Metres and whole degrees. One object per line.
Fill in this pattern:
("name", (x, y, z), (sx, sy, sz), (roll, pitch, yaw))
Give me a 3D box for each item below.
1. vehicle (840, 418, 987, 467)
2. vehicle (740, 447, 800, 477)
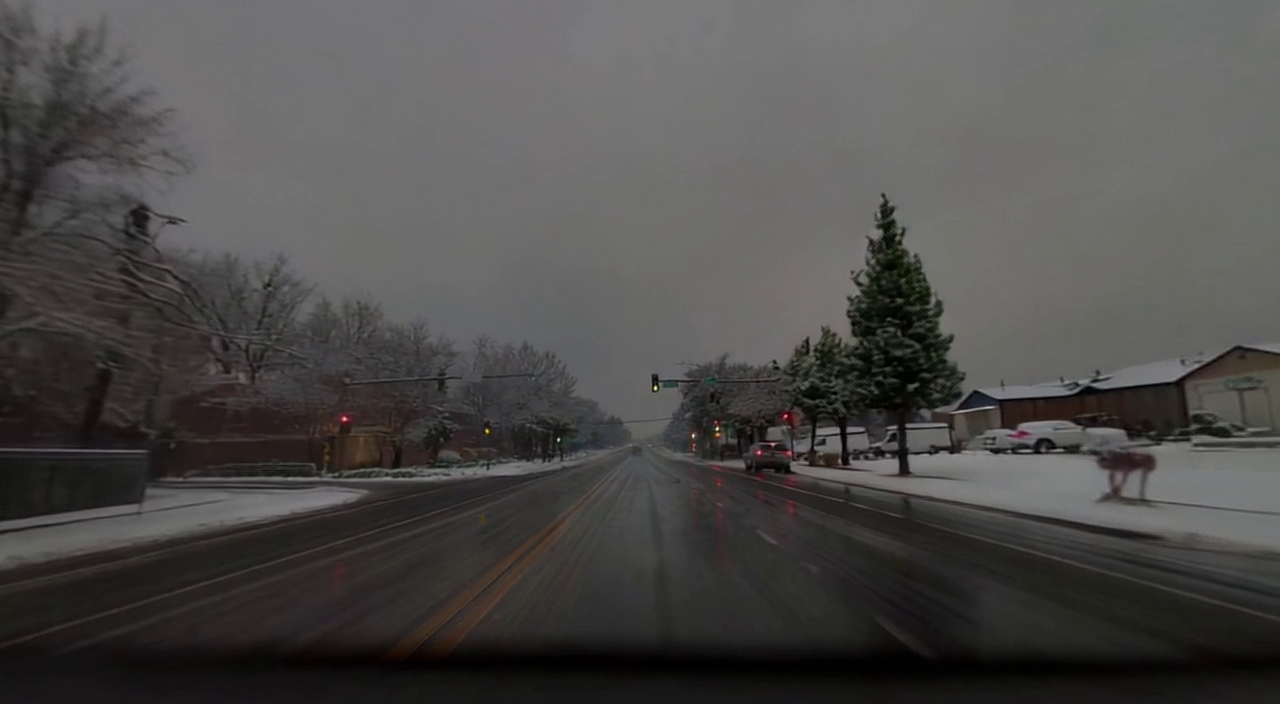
("vehicle", (17.614, 5.874, 41.167), (8.016, 2.965, 3.192), (-1, -8, 2))
("vehicle", (6.746, 5.726, 33.256), (1.993, 1.461, 4.269), (0, -8, -3))
